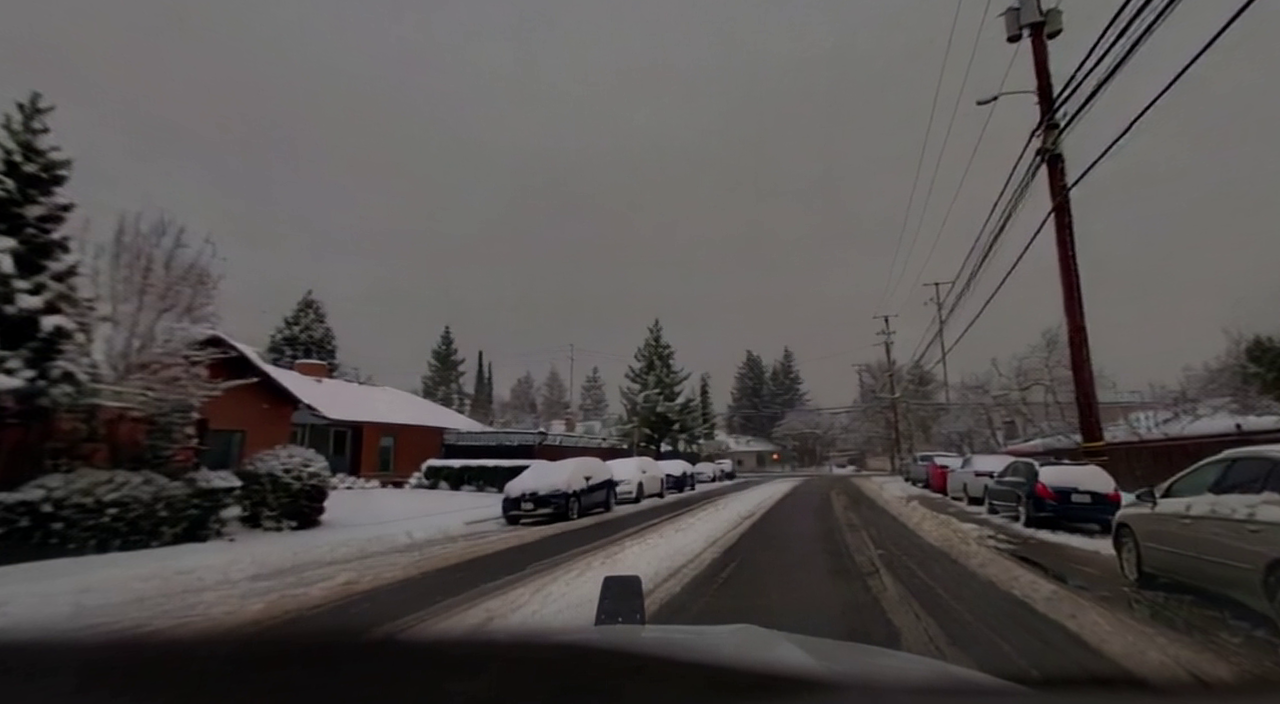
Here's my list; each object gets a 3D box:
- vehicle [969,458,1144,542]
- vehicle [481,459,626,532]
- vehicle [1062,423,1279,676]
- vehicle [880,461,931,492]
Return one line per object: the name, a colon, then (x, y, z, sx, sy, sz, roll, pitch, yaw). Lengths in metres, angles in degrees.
vehicle: (8.517, 2.982, 13.403, 1.887, 1.435, 4.161, -3, -10, 17)
vehicle: (-1.927, 3.441, 15.817, 1.930, 1.478, 4.731, -2, -9, 14)
vehicle: (5.784, 1.479, 5.164, 2.439, 1.670, 4.631, -2, -9, 15)
vehicle: (14.347, 6.700, 34.406, 1.979, 1.480, 4.500, -3, -9, 16)
